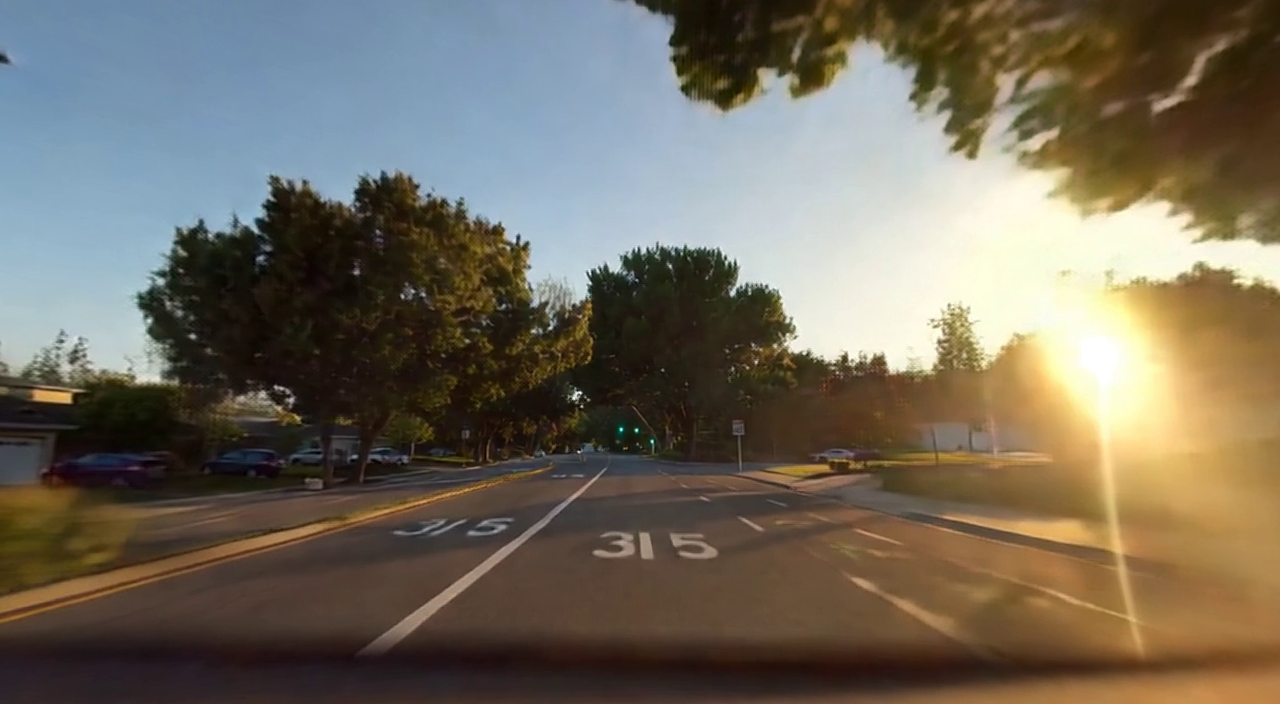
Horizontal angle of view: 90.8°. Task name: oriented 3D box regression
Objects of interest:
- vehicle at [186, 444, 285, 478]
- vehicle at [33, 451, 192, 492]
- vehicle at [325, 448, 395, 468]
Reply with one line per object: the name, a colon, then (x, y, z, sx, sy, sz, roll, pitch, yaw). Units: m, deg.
vehicle: (-21.374, 5.794, 33.503, 3.886, 1.641, 1.850, 1, -11, 0)
vehicle: (-20.442, 4.616, 24.592, 4.536, 1.502, 1.975, -1, -9, 5)
vehicle: (-21.668, 8.245, 49.016, 4.495, 1.472, 1.833, 0, -9, -1)
